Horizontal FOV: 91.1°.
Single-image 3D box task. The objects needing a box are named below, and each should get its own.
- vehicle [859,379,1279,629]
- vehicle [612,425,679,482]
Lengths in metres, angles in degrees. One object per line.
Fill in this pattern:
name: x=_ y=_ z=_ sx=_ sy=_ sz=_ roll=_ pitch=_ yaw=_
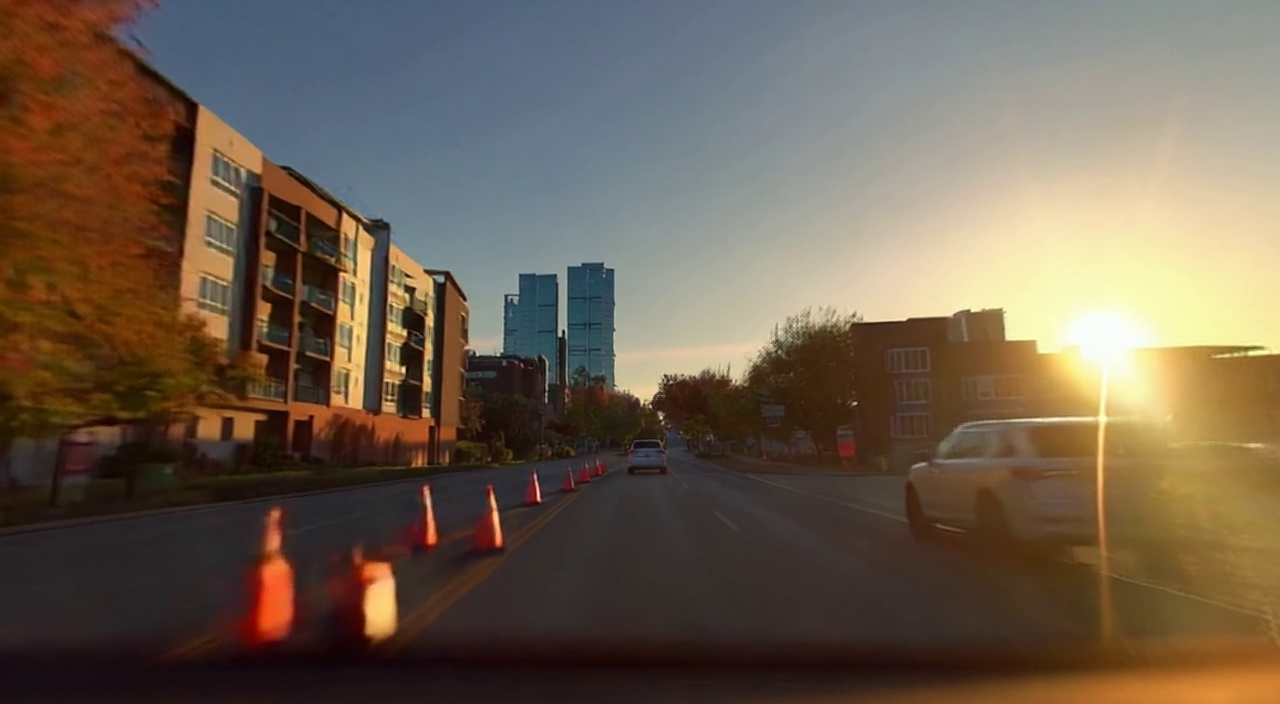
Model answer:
vehicle: x=4.293 y=1.540 z=7.538 sx=2.120 sy=1.828 sz=5.531 roll=-1 pitch=-9 yaw=9
vehicle: x=0.338 y=4.720 z=29.502 sx=2.762 sy=2.309 sz=6.723 roll=0 pitch=-8 yaw=2
